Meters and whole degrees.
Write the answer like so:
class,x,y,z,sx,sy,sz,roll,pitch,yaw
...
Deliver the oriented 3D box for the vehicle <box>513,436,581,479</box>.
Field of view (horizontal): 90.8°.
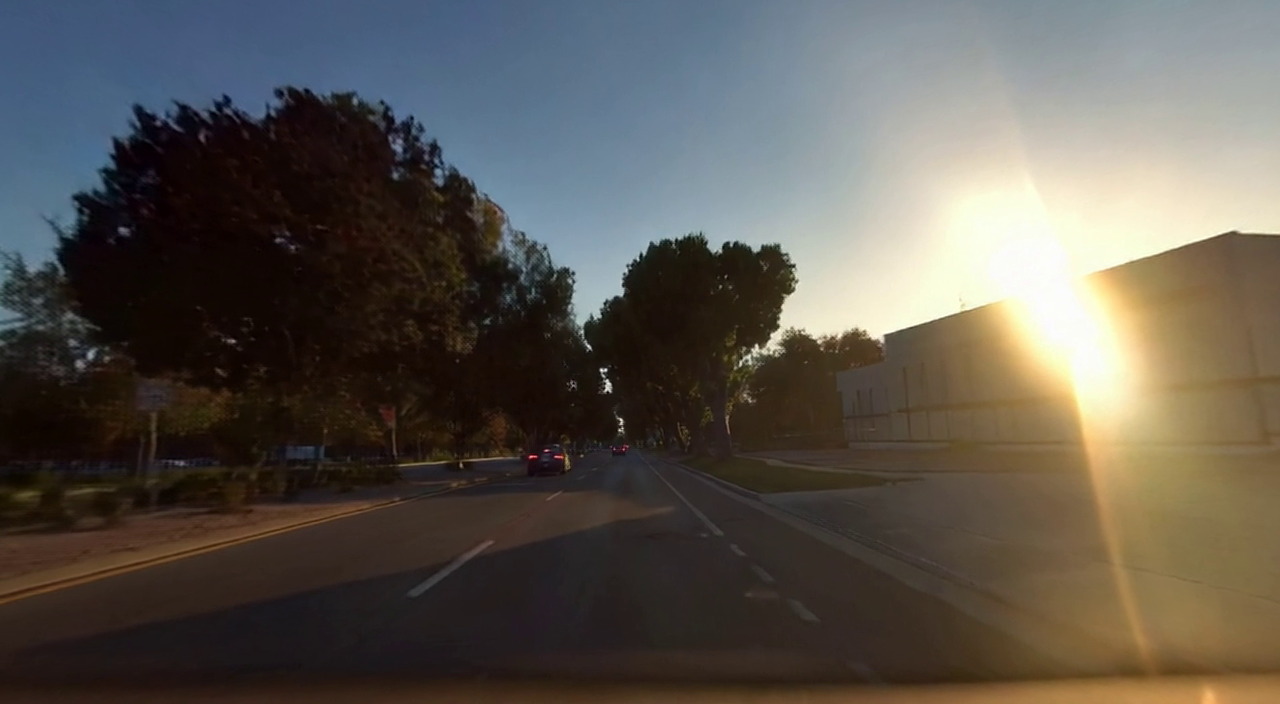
class,x,y,z,sx,sy,sz,roll,pitch,yaw
vehicle,-3.904,4.536,27.398,2.202,1.685,4.772,0,-9,0
